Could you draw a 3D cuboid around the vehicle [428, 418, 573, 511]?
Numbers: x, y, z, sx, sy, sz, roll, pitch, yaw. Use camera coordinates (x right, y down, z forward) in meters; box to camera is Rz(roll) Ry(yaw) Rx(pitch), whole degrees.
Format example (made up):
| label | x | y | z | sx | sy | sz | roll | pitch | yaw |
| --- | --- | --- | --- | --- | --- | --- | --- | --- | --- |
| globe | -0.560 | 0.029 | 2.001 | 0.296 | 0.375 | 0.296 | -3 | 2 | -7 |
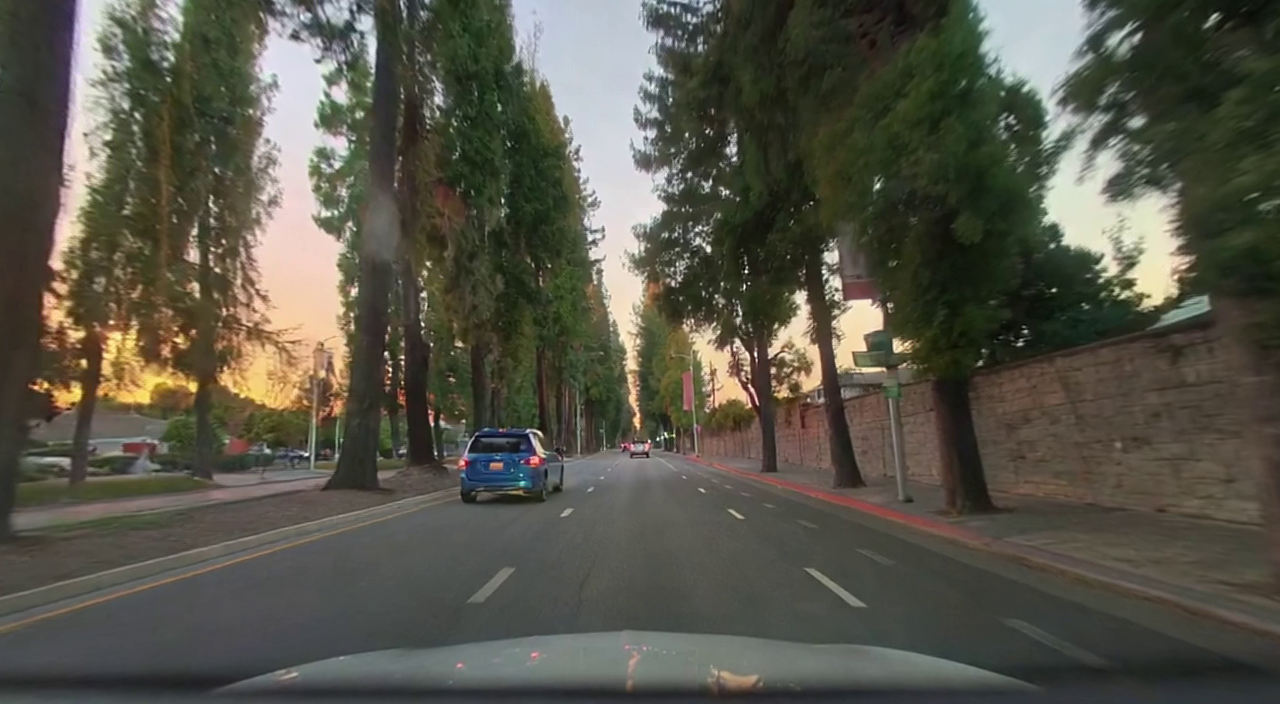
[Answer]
| label | x | y | z | sx | sy | sz | roll | pitch | yaw |
| --- | --- | --- | --- | --- | --- | --- | --- | --- | --- |
| vehicle | -3.053 | 2.618 | 15.030 | 2.281 | 1.837 | 4.845 | 0 | -8 | 1 |
